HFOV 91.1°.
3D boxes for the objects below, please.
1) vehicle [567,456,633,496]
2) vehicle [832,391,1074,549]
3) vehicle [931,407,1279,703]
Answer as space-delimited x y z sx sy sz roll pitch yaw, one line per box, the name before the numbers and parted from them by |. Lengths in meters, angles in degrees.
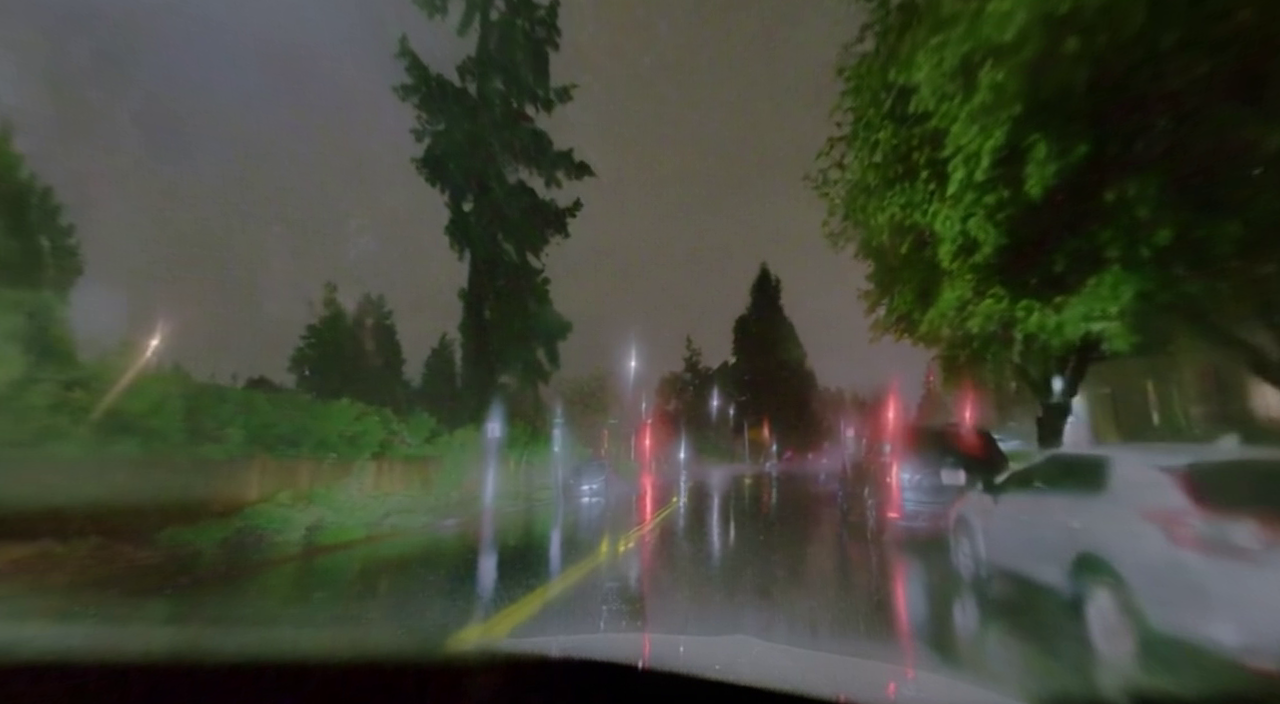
vehicle | -1.708 5.555 28.450 2.033 1.456 4.370 -4 -9 9
vehicle | 5.488 2.231 12.195 2.624 2.227 5.508 1 -10 9
vehicle | 4.270 1.406 5.221 2.242 1.661 4.273 -1 -8 10
